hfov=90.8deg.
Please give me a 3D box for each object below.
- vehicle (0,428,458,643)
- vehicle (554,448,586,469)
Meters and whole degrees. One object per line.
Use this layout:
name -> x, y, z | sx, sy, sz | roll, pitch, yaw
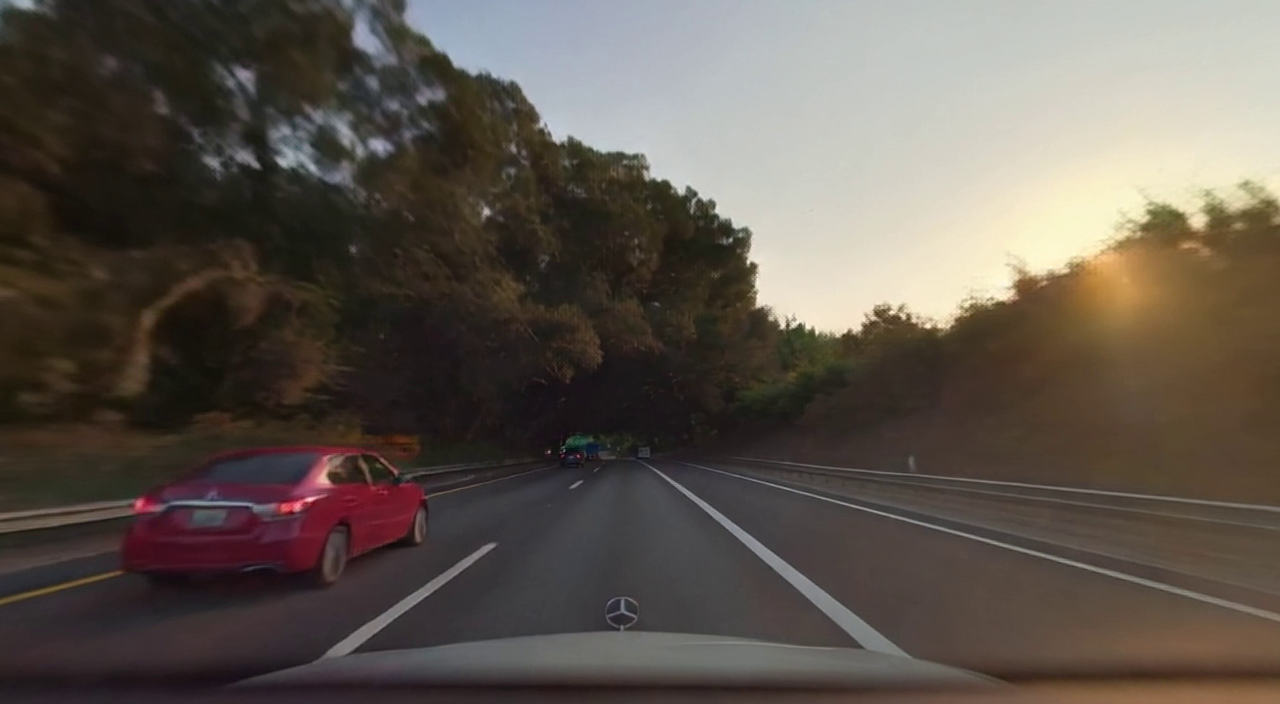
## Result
vehicle -> -3.738, 1.673, 7.004 | 1.957, 1.499, 4.965 | 0, -9, 0
vehicle -> -5.168, 7.902, 47.026 | 2.049, 1.521, 4.366 | 0, -9, -2
